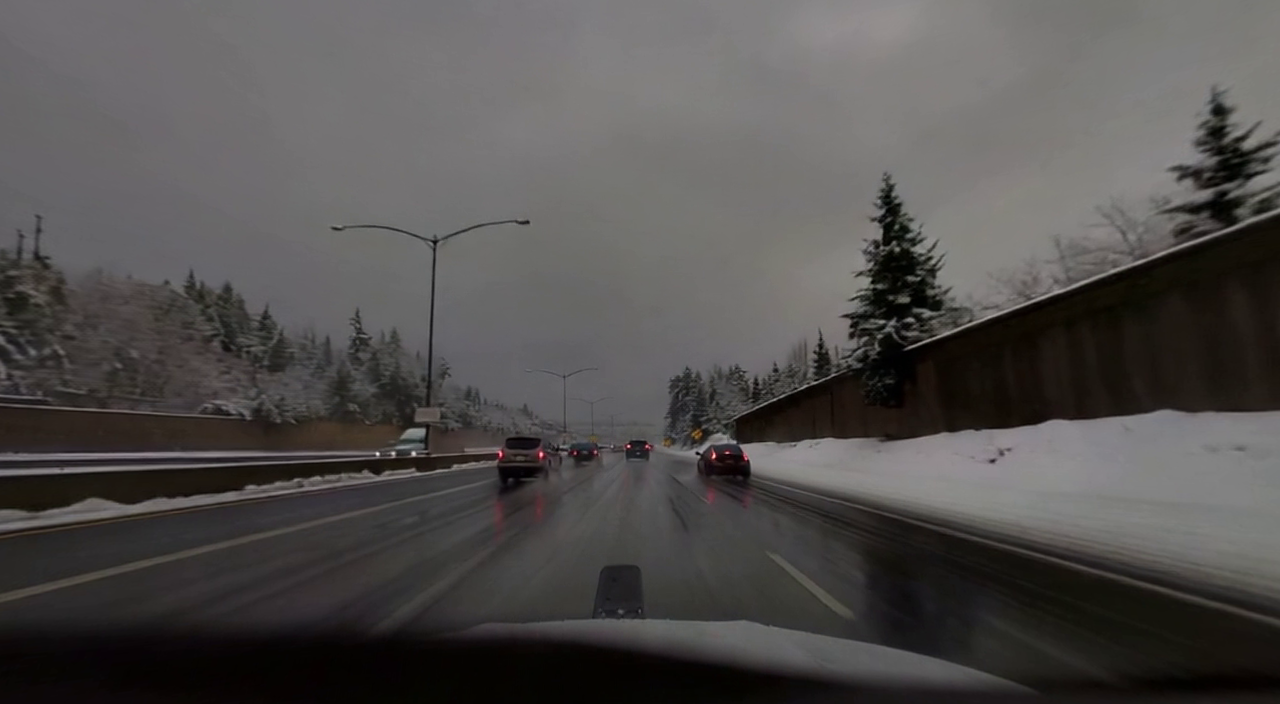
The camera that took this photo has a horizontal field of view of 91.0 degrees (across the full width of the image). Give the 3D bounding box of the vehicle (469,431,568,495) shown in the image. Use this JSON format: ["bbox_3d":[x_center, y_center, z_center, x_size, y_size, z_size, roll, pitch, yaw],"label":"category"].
[{"bbox_3d":[-3.821,3.628,20.959,2.184,1.819,5.441,0,-9,0],"label":"vehicle"}]

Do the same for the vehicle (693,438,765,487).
[{"bbox_3d":[3.485,4.441,25.629,2.224,1.752,4.487,0,-9,-1],"label":"vehicle"}]

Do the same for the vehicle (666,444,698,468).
[{"bbox_3d":[3.261,8.177,49.668,2.162,1.766,4.740,0,-9,-1],"label":"vehicle"}]

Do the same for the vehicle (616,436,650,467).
[{"bbox_3d":[-0.477,7.572,48.235,2.485,2.215,5.199,0,-9,0],"label":"vehicle"}]

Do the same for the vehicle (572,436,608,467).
[{"bbox_3d":[-3.777,7.596,48.170,2.378,2.214,4.352,0,-9,0],"label":"vehicle"}]
